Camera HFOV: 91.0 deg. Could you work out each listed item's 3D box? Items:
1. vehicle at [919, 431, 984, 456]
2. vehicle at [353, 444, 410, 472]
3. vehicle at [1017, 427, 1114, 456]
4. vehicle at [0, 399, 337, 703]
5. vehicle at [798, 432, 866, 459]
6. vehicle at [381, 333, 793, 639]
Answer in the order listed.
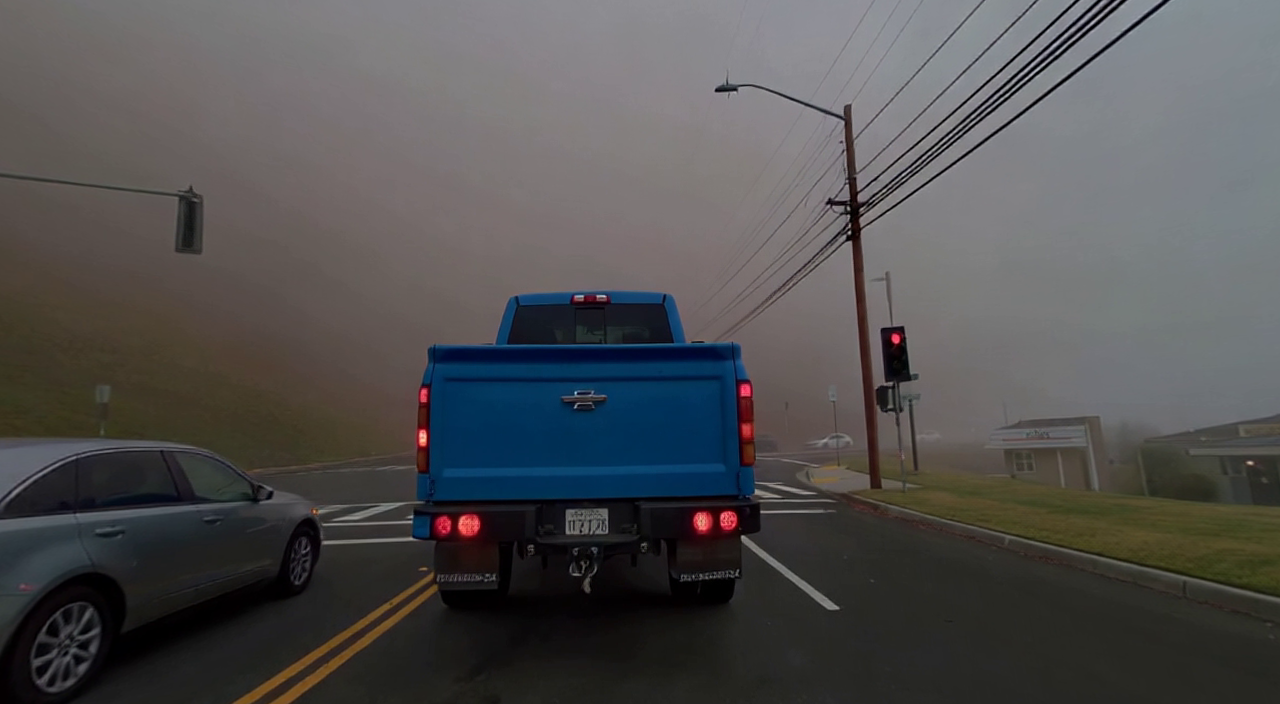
[{"bbox_3d":[22.541,6.627,45.513,5.021,1.757,2.012,6,-11,-36],"label":"vehicle"},{"bbox_3d":[-17.106,7.015,41.909,2.133,1.690,4.331,0,-9,-3],"label":"vehicle"},{"bbox_3d":[25.574,5.392,37.916,4.419,1.496,1.854,-2,-9,1],"label":"vehicle"},{"bbox_3d":[-3.956,1.188,3.974,2.017,1.555,4.150,-1,-9,0],"label":"vehicle"},{"bbox_3d":[13.466,6.552,44.046,4.975,1.799,2.117,7,-11,-40],"label":"vehicle"},{"bbox_3d":[-0.419,1.322,7.201,2.859,2.144,5.406,0,-9,-1],"label":"vehicle"}]
